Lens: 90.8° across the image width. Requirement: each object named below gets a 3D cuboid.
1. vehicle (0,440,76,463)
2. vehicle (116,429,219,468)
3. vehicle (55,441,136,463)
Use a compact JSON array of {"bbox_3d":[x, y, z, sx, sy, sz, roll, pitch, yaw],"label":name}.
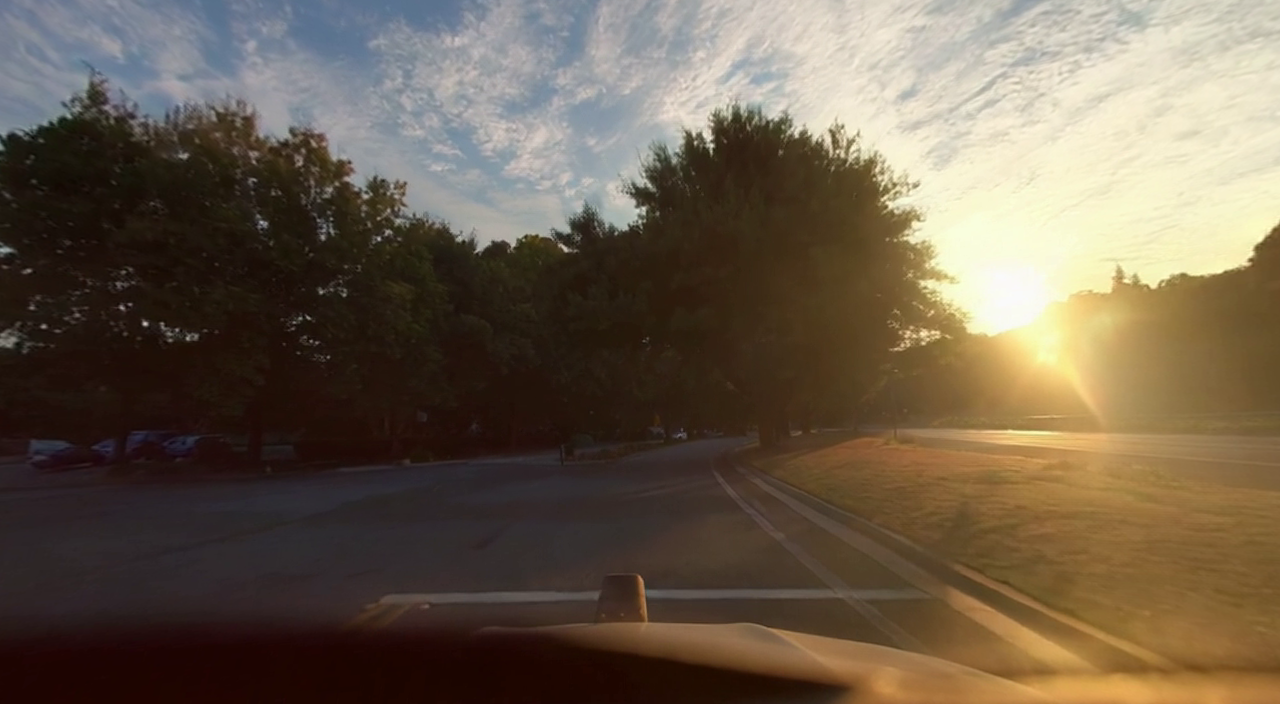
[{"bbox_3d":[-44.408,7.283,46.295,4.229,1.674,1.996,-1,-8,4],"label":"vehicle"},{"bbox_3d":[-28.020,5.698,37.514,4.733,1.892,1.939,-4,-4,3],"label":"vehicle"},{"bbox_3d":[-39.363,7.219,45.717,4.258,1.584,1.843,-1,-8,5],"label":"vehicle"}]
